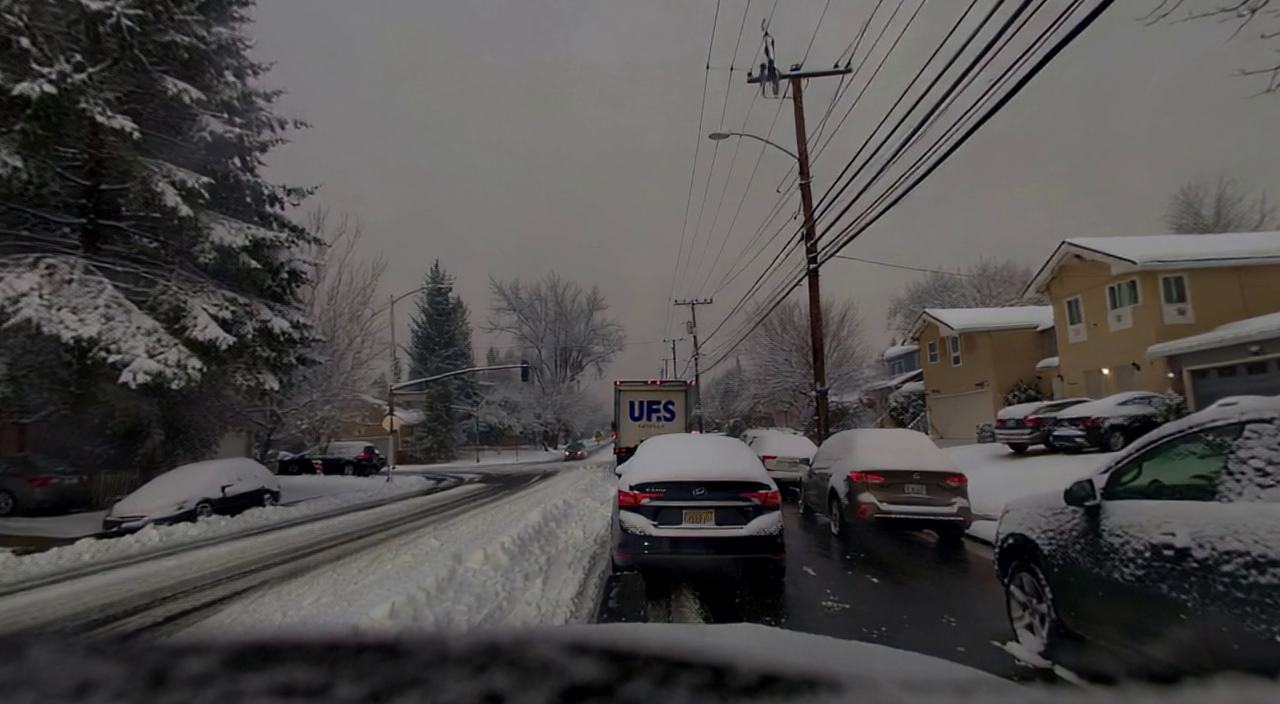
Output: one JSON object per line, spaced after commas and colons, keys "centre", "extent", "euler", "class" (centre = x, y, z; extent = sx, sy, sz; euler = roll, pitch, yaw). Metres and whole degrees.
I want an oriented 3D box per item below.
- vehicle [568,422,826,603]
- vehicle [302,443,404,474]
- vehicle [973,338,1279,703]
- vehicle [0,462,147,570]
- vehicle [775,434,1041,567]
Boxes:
{"centre": [0.478, 1.674, 7.523], "extent": [2.158, 1.499, 4.377], "euler": [0, -8, 0], "class": "vehicle"}
{"centre": [-17.425, 6.466, 38.296], "extent": [5.274, 1.793, 1.921], "euler": [0, -8, 3], "class": "vehicle"}
{"centre": [3.324, 0.771, 1.914], "extent": [2.069, 1.722, 4.888], "euler": [0, -8, 2], "class": "vehicle"}
{"centre": [-10.349, 2.485, 9.481], "extent": [1.925, 1.482, 4.753], "euler": [0, -8, 0], "class": "vehicle"}
{"centre": [3.519, 2.014, 9.390], "extent": [1.993, 1.479, 4.487], "euler": [0, -8, 0], "class": "vehicle"}
